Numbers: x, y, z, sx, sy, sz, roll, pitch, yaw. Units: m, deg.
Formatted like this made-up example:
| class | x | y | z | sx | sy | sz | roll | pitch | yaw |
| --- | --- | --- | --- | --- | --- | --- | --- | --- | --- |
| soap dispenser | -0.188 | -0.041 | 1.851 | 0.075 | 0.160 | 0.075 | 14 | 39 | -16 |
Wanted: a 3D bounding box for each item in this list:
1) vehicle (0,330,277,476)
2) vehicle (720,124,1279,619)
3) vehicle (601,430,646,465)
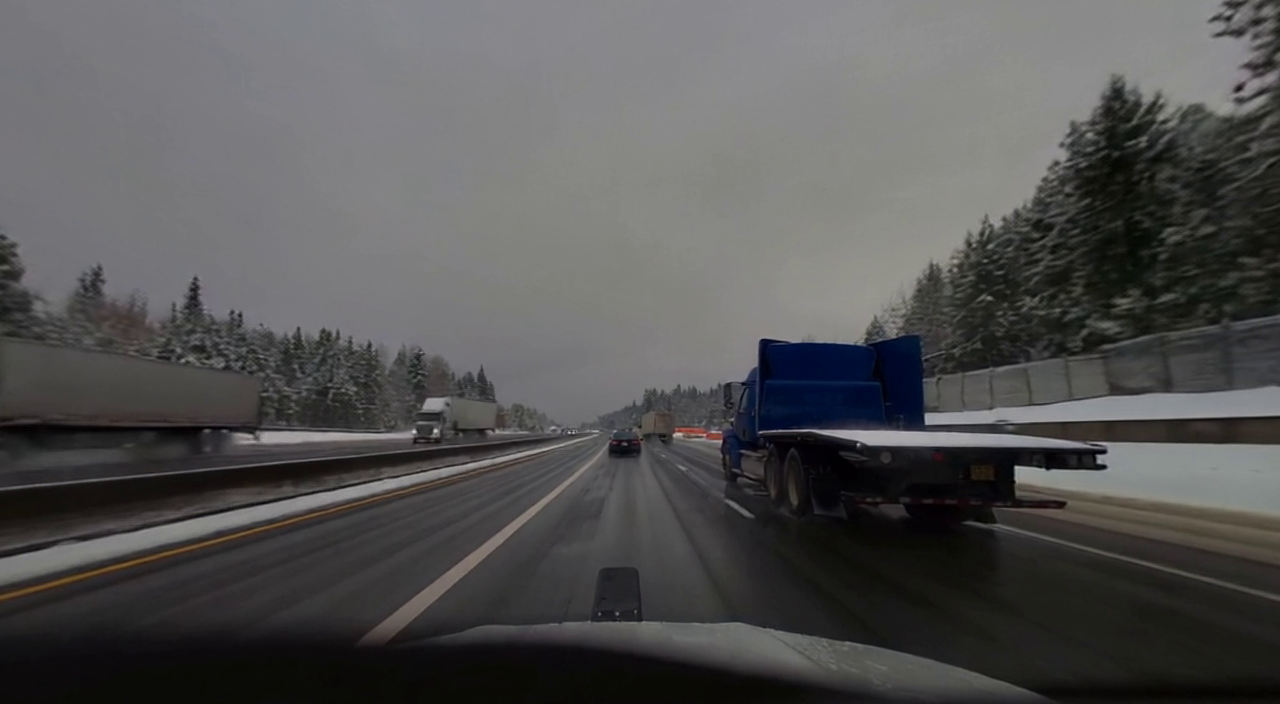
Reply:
| class | x | y | z | sx | sy | sz | roll | pitch | yaw |
| --- | --- | --- | --- | --- | --- | --- | --- | --- | --- |
| vehicle | -19.386 | 2.291 | 24.071 | 2.857 | 4.045 | 13.948 | 0 | -8 | 0 |
| vehicle | 3.584 | 0.768 | 10.032 | 2.919 | 3.634 | 10.888 | 0 | -8 | -1 |
| vehicle | -0.748 | 4.345 | 28.819 | 1.929 | 1.469 | 3.677 | 0 | -8 | -1 |
